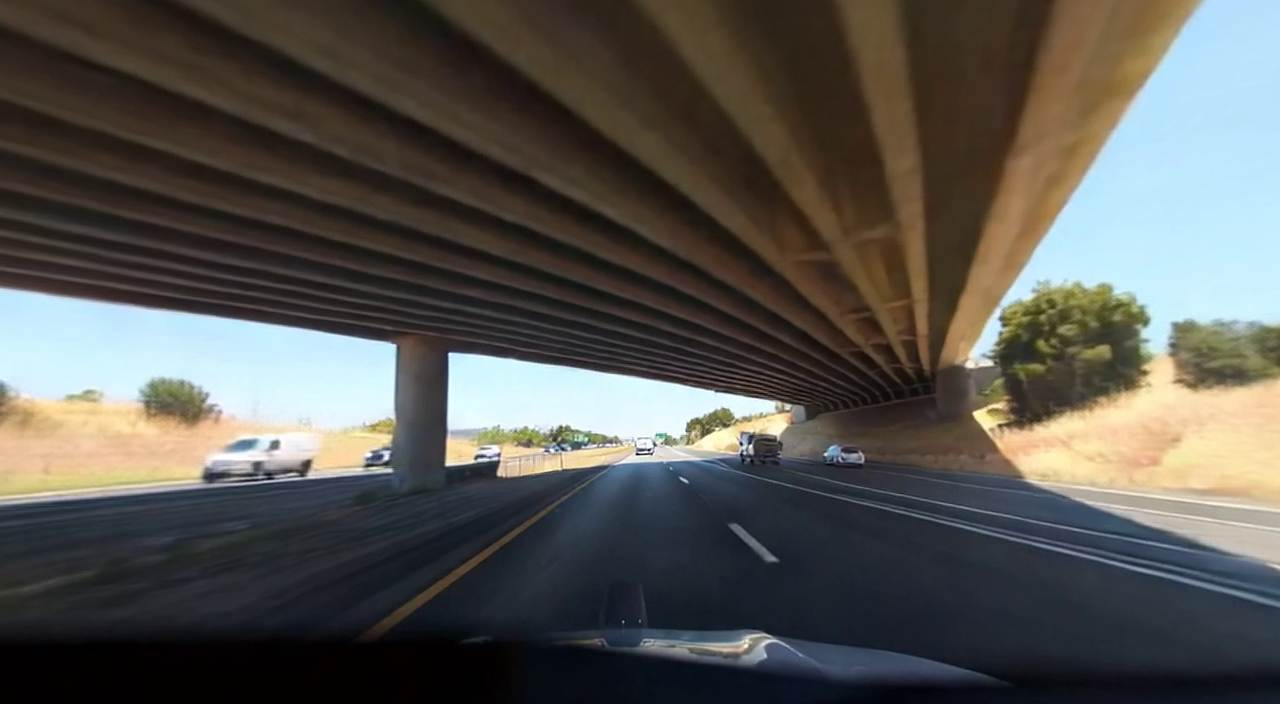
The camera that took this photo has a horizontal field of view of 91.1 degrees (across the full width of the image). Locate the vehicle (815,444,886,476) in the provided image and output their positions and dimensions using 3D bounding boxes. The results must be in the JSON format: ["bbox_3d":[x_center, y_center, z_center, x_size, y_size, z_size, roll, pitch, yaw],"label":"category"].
[{"bbox_3d":[10.335,5.304,31.151,1.927,1.472,4.076,0,-8,-2],"label":"vehicle"}]

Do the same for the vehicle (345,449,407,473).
[{"bbox_3d":[-16.967,7.008,40.578,1.953,1.455,4.538,0,-8,1],"label":"vehicle"}]

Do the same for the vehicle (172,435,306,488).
[{"bbox_3d":[-17.453,4.776,27.790,2.281,2.090,5.409,0,-8,1],"label":"vehicle"}]
